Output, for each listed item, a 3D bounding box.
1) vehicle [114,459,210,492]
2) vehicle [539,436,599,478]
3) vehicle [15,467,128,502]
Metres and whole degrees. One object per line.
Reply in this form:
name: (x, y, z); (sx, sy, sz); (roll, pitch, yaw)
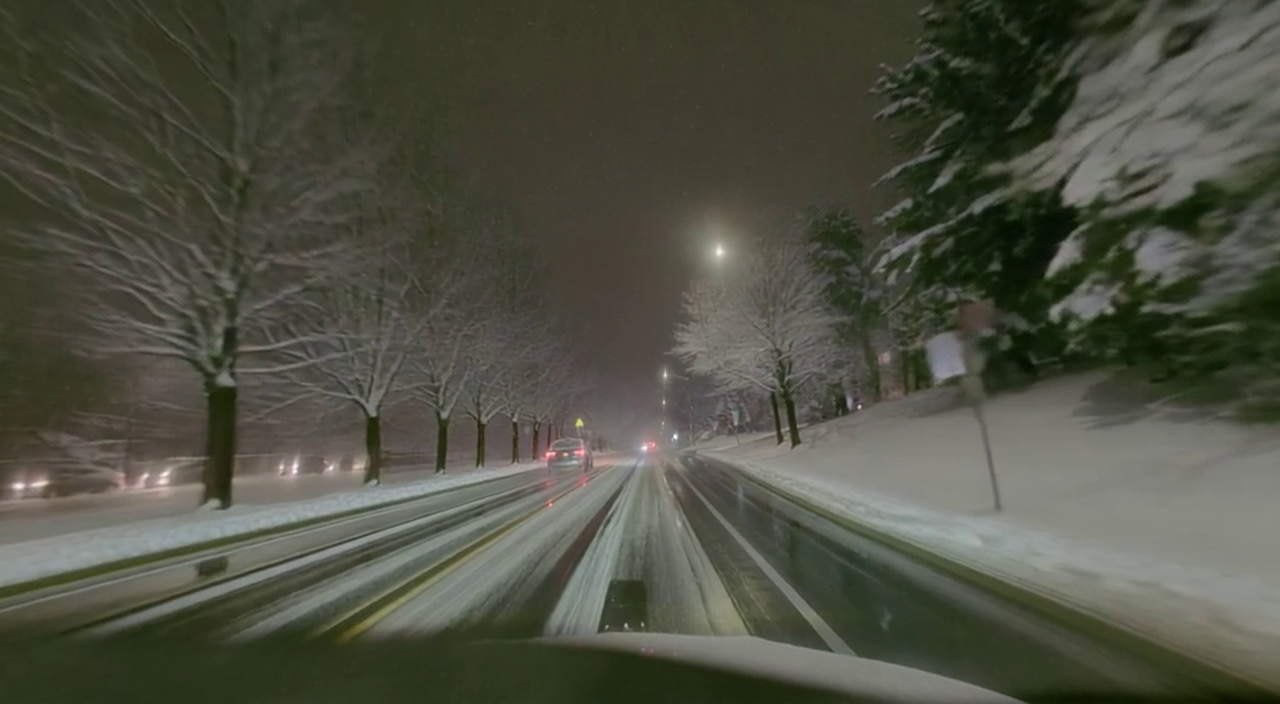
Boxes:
vehicle: (-29.684, 7.668, 39.392); (1.992, 1.792, 4.929); (0, -8, 2)
vehicle: (-3.076, 4.637, 28.114); (2.016, 1.694, 4.335); (0, -8, 2)
vehicle: (-29.788, 6.929, 33.241); (1.862, 1.478, 4.488); (-2, -8, 0)
